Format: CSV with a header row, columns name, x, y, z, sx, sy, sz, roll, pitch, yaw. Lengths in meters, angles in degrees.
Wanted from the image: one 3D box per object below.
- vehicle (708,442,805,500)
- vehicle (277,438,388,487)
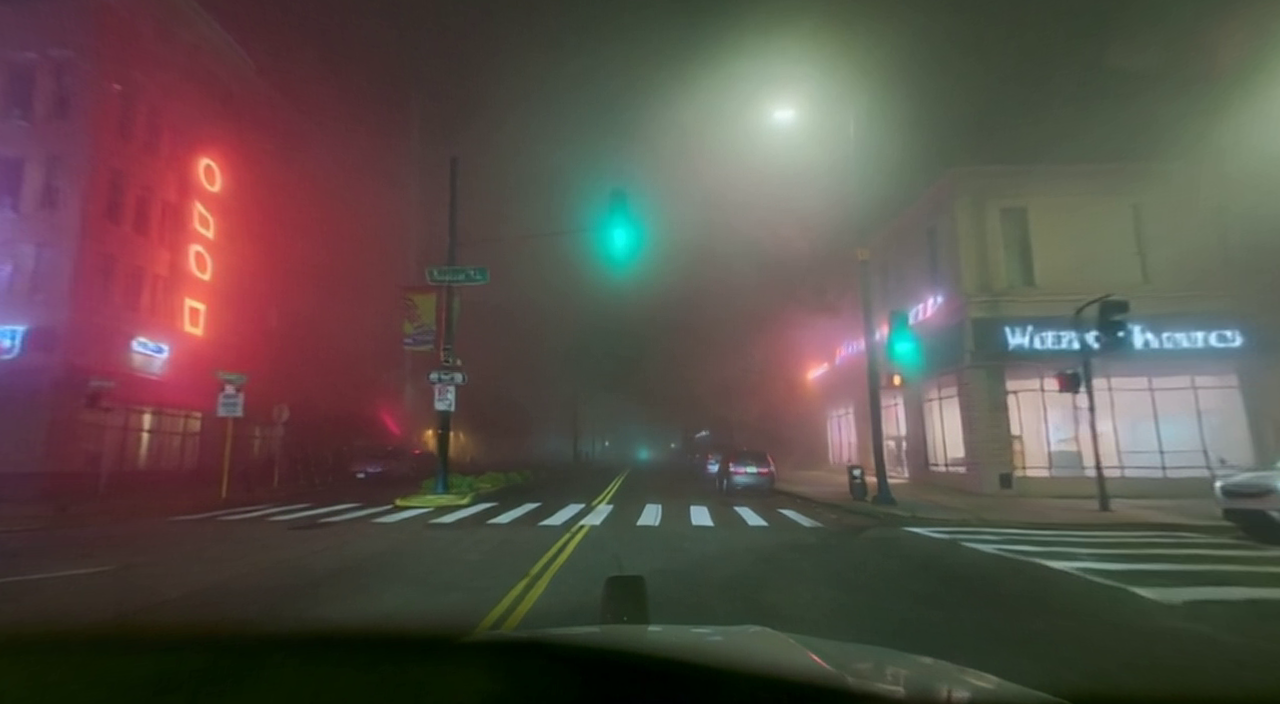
name,x,y,z,sx,sy,sz,roll,pitch,yaw
vehicle,3.422,3.581,19.421,2.120,1.560,4.402,0,-8,0
vehicle,-12.403,4.380,25.336,4.447,1.790,2.206,-7,-11,38
